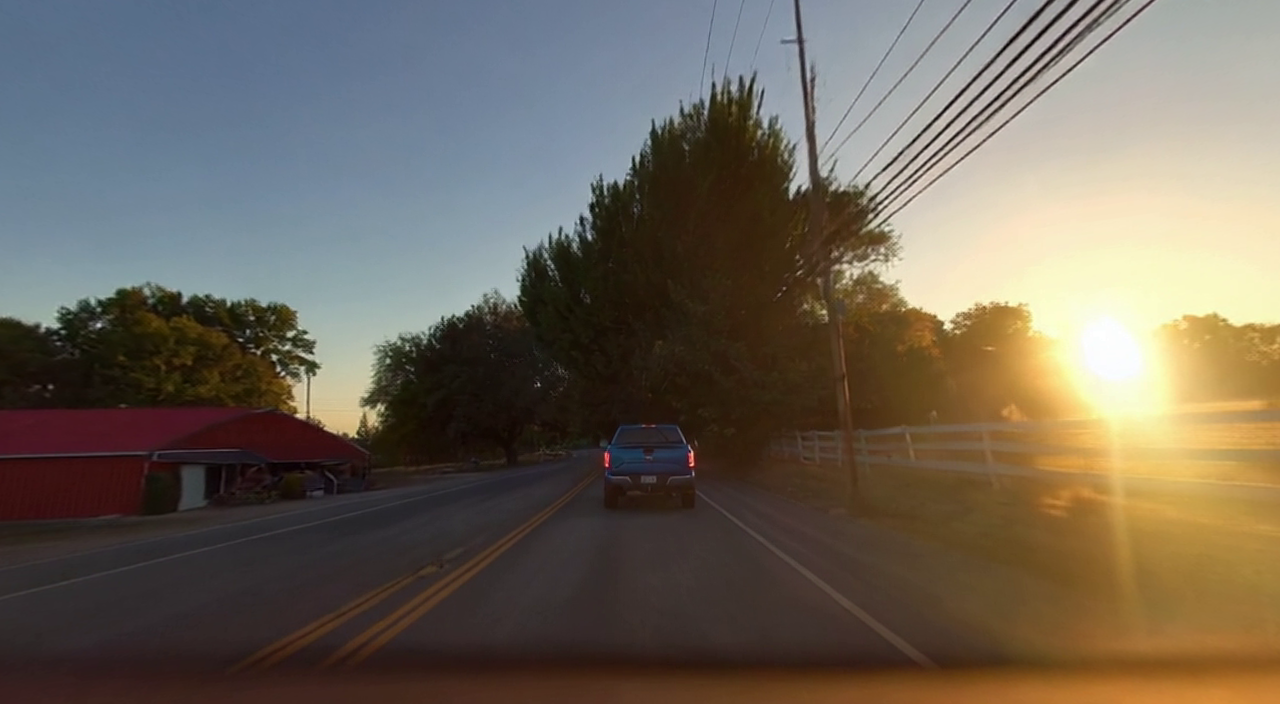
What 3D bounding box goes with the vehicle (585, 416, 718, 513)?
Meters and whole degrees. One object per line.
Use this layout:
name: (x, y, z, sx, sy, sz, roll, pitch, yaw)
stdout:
vehicle: (0.175, 2.750, 16.019, 2.693, 1.941, 6.356, 0, -9, -1)
